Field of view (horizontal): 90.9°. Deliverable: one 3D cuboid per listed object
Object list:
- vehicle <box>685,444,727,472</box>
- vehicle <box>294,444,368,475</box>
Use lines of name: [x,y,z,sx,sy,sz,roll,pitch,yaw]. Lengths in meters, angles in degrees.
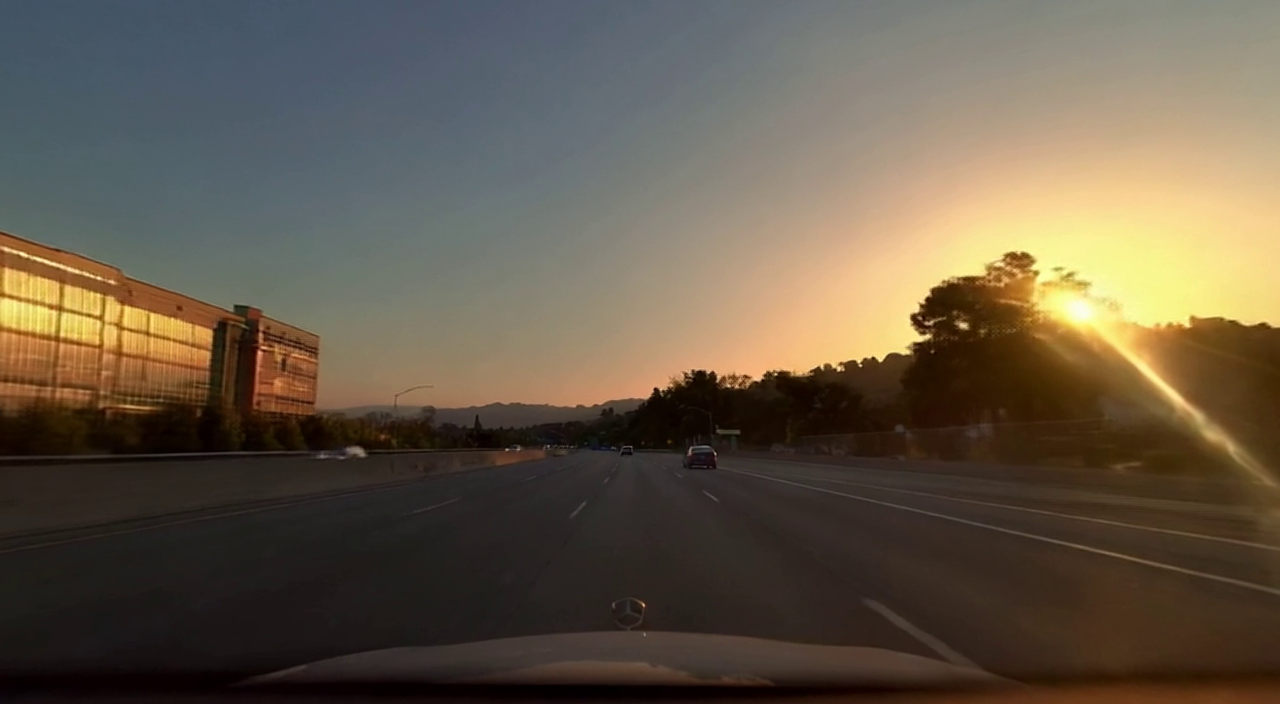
vehicle: [3.776,6.134,36.665,1.926,1.477,4.025,0,-9,-2]
vehicle: [-16.692,5.802,34.279,1.986,1.552,4.014,0,-9,0]
